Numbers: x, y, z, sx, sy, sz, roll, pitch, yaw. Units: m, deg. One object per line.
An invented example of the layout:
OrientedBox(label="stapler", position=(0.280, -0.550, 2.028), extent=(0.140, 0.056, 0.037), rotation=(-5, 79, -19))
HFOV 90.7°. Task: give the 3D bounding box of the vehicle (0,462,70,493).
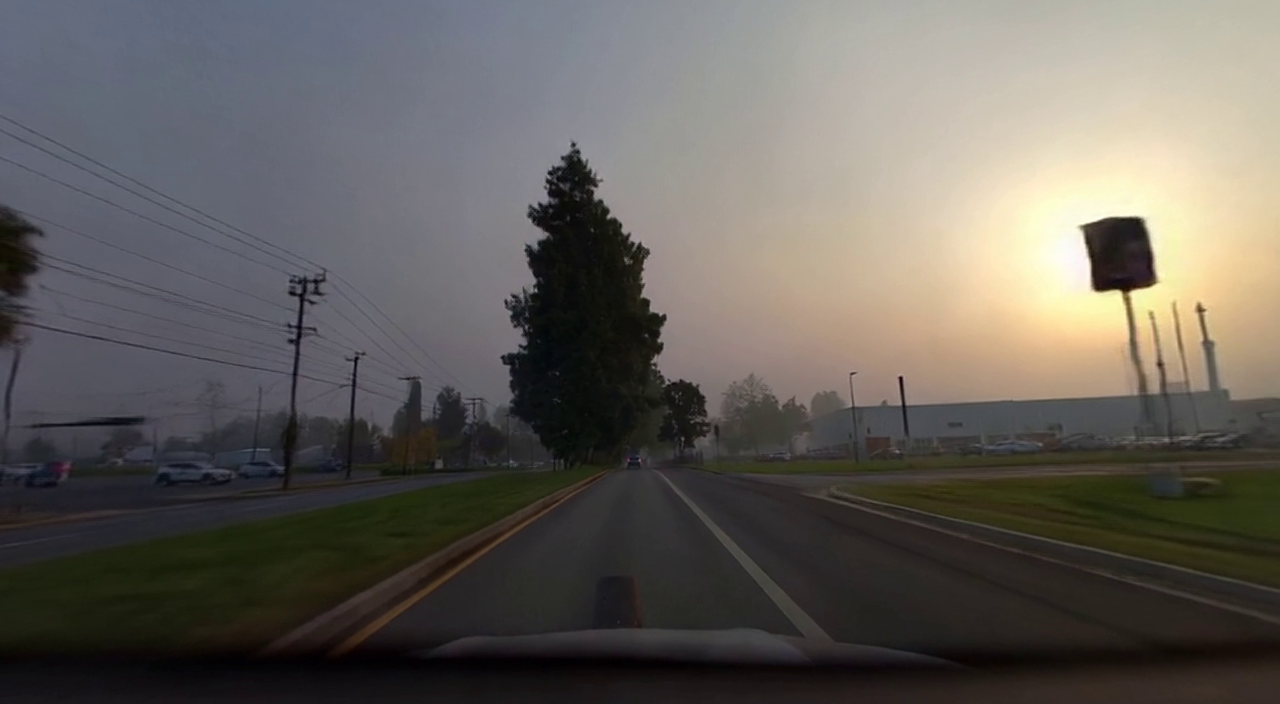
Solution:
OrientedBox(label="vehicle", position=(-37.512, 7.544, 38.322), extent=(1.903, 1.674, 4.493), rotation=(0, -9, -3))

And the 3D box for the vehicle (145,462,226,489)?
OrientedBox(label="vehicle", position=(-27.750, 7.505, 38.819), extent=(1.808, 1.441, 4.386), rotation=(0, -9, -1))
